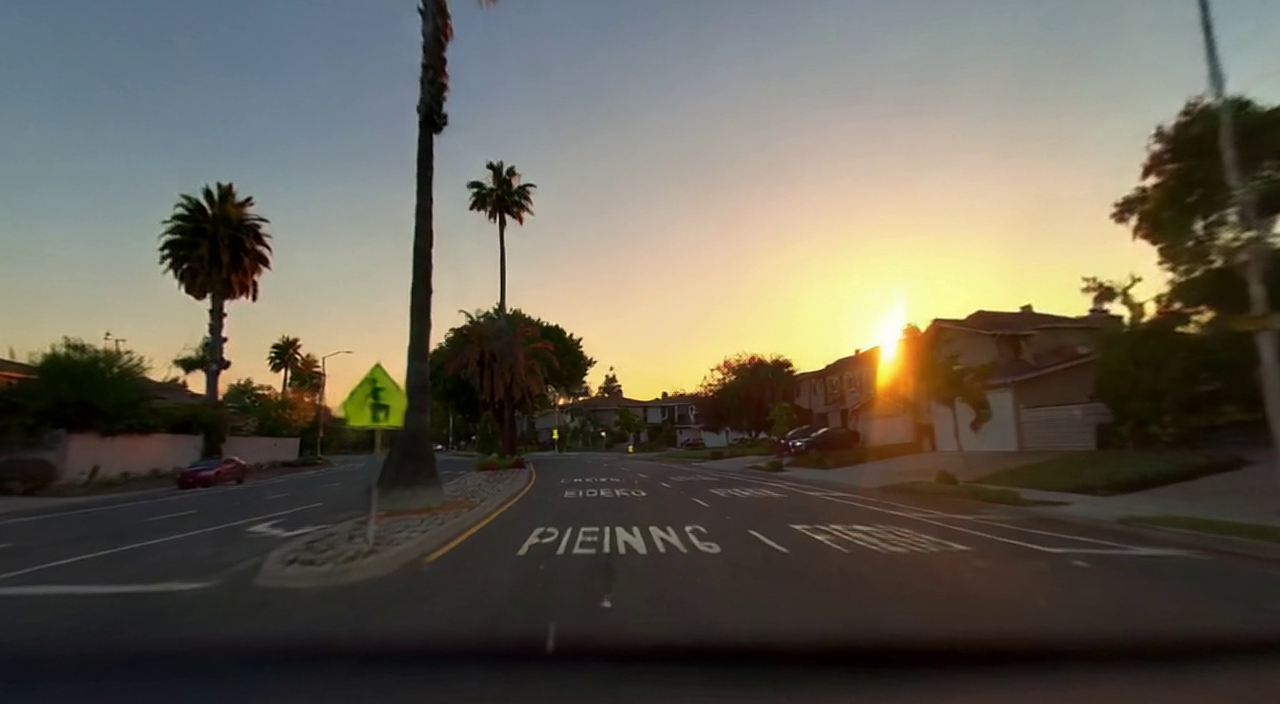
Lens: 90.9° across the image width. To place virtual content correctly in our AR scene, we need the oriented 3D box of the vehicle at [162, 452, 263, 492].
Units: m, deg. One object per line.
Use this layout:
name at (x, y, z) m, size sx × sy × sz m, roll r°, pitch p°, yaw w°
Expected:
vehicle at (-18.451, 5.167, 27.472) m, size 1.941 × 1.470 × 4.384 m, roll 0°, pitch -8°, yaw -10°

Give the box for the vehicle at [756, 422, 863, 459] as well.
vehicle at (10.263, 5.464, 38.570) m, size 6.051 × 2.092 × 2.231 m, roll -2°, pitch -11°, yaw 12°
